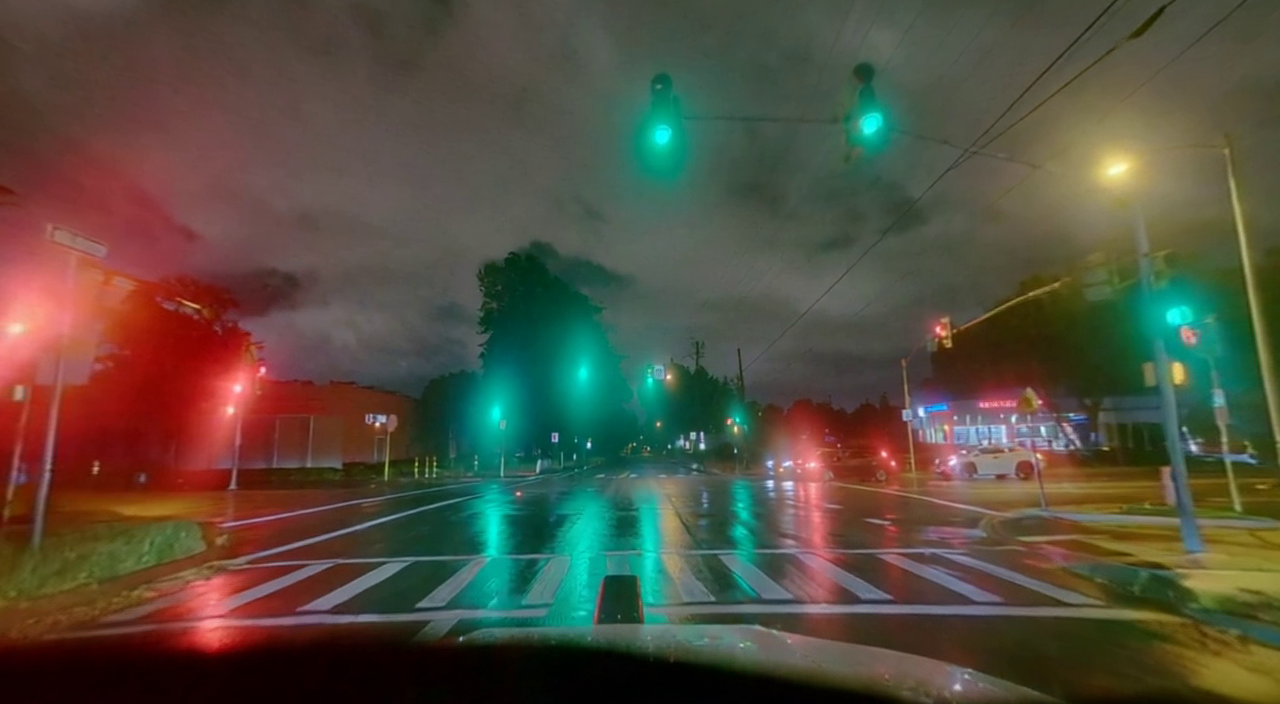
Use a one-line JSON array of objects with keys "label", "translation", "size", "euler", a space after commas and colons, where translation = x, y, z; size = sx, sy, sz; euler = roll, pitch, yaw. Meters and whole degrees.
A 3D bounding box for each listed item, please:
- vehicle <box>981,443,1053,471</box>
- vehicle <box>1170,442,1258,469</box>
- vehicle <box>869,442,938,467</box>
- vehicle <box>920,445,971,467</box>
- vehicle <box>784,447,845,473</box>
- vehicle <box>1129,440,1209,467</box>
[{"label": "vehicle", "translation": [20.957, 5.839, 35.007], "size": [1.851, 1.388, 3.475], "euler": [0, -7, 1]}, {"label": "vehicle", "translation": [31.443, 5.675, 34.452], "size": [1.612, 1.402, 3.320], "euler": [-1, -9, 0]}, {"label": "vehicle", "translation": [16.978, 6.587, 40.336], "size": [4.522, 1.546, 1.941], "euler": [6, -11, -35]}, {"label": "vehicle", "translation": [21.869, 7.456, 44.966], "size": [1.923, 1.463, 3.758], "euler": [-1, -8, 3]}, {"label": "vehicle", "translation": [11.157, 6.832, 39.916], "size": [1.955, 1.508, 4.295], "euler": [-9, -12, 43]}, {"label": "vehicle", "translation": [29.067, 5.557, 34.538], "size": [1.591, 1.332, 3.202], "euler": [-2, -8, 1]}]
